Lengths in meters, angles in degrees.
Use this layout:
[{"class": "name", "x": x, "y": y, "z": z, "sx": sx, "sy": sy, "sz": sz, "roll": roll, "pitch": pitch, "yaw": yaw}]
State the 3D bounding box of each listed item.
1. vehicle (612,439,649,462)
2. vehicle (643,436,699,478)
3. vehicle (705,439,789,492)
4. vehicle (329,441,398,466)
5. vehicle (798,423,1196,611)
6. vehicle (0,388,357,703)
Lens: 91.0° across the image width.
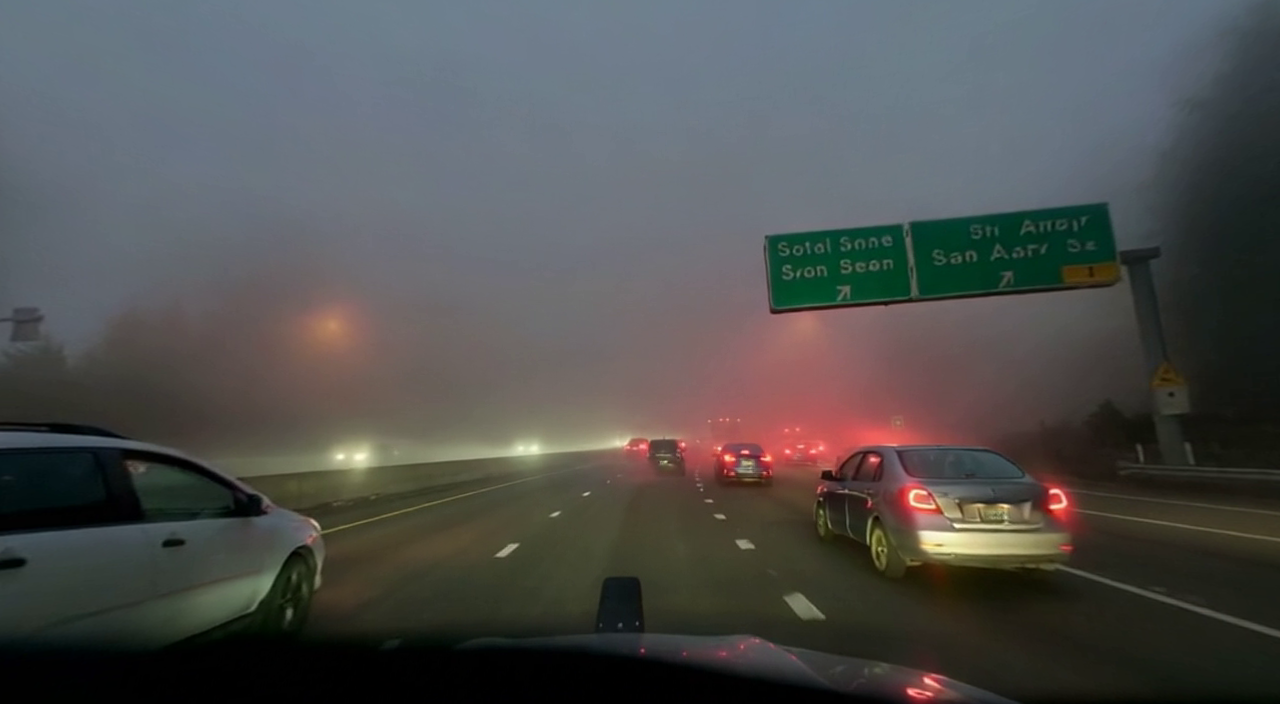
[{"class": "vehicle", "x": -0.622, "y": 7.049, "z": 45.140, "sx": 2.059, "sy": 1.516, "sz": 4.236, "roll": -1, "pitch": -9, "yaw": 7}, {"class": "vehicle", "x": 1.344, "y": 4.461, "z": 26.883, "sx": 2.201, "sy": 1.614, "sz": 3.803, "roll": -1, "pitch": -9, "yaw": 4}, {"class": "vehicle", "x": 3.292, "y": 3.612, "z": 20.309, "sx": 2.009, "sy": 1.489, "sz": 4.559, "roll": 0, "pitch": -9, "yaw": 2}, {"class": "vehicle", "x": -20.806, "y": 7.683, "z": 47.688, "sx": 2.328, "sy": 1.767, "sz": 5.383, "roll": -1, "pitch": -9, "yaw": 6}, {"class": "vehicle", "x": 3.463, "y": 1.697, "z": 7.468, "sx": 2.014, "sy": 1.489, "sz": 4.696, "roll": 0, "pitch": -9, "yaw": 1}, {"class": "vehicle", "x": -3.218, "y": 0.977, "z": 2.620, "sx": 1.937, "sy": 1.558, "sz": 4.469, "roll": 0, "pitch": -9, "yaw": 1}]
